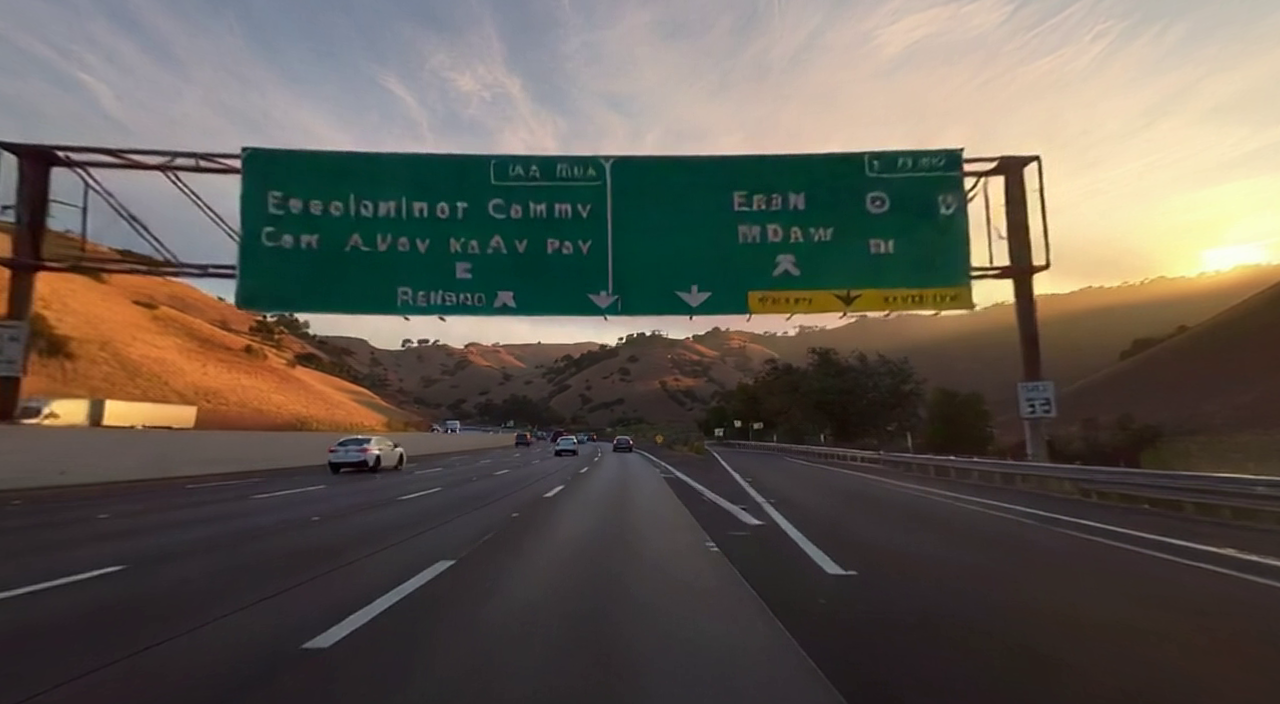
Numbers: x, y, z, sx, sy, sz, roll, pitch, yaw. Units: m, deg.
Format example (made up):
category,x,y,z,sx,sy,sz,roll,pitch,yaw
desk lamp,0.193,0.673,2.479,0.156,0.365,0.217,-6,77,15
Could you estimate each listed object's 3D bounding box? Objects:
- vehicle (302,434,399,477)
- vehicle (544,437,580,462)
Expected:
category,x,y,z,sx,sy,sz,roll,pitch,yaw
vehicle,-12.007,4.324,26.498,2.047,1.645,4.451,0,-8,-1
vehicle,-5.267,6.651,43.127,2.060,1.631,4.214,0,-8,-2
